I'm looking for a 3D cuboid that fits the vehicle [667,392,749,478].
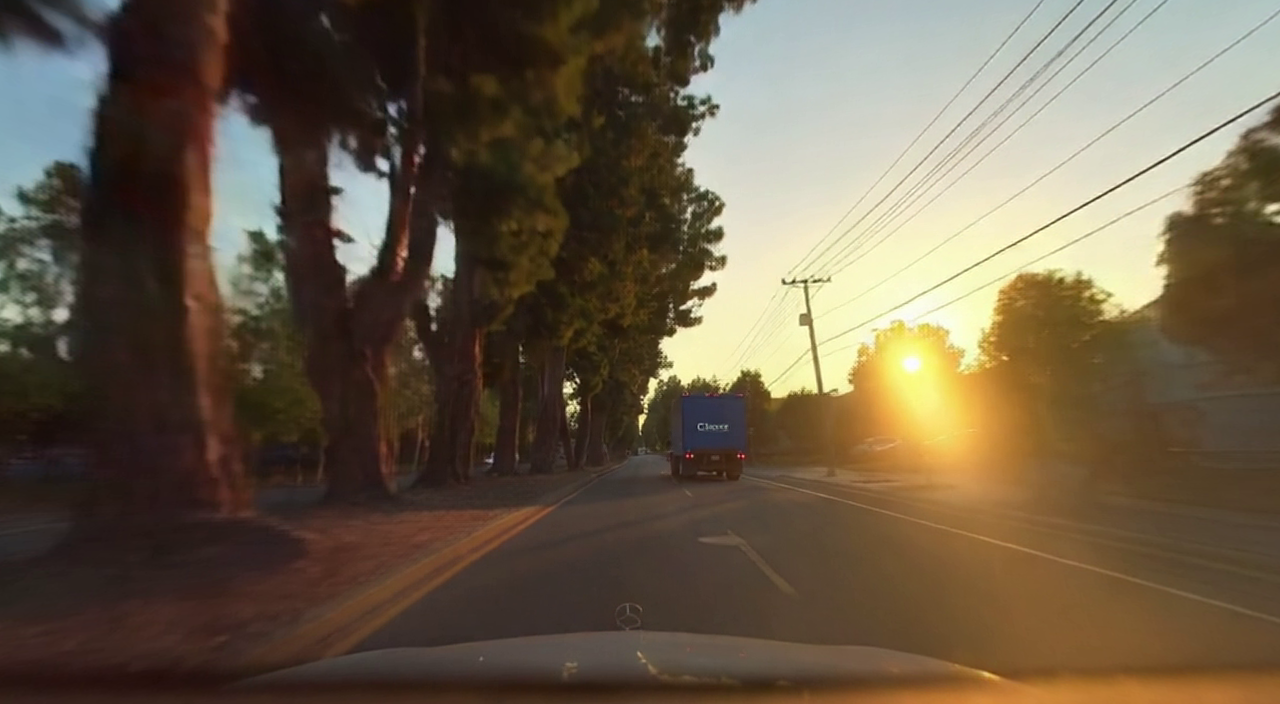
[{"bbox_3d":[3.225,4.381,32.714,2.973,3.848,9.336,0,-8,-2],"label":"vehicle"}]
